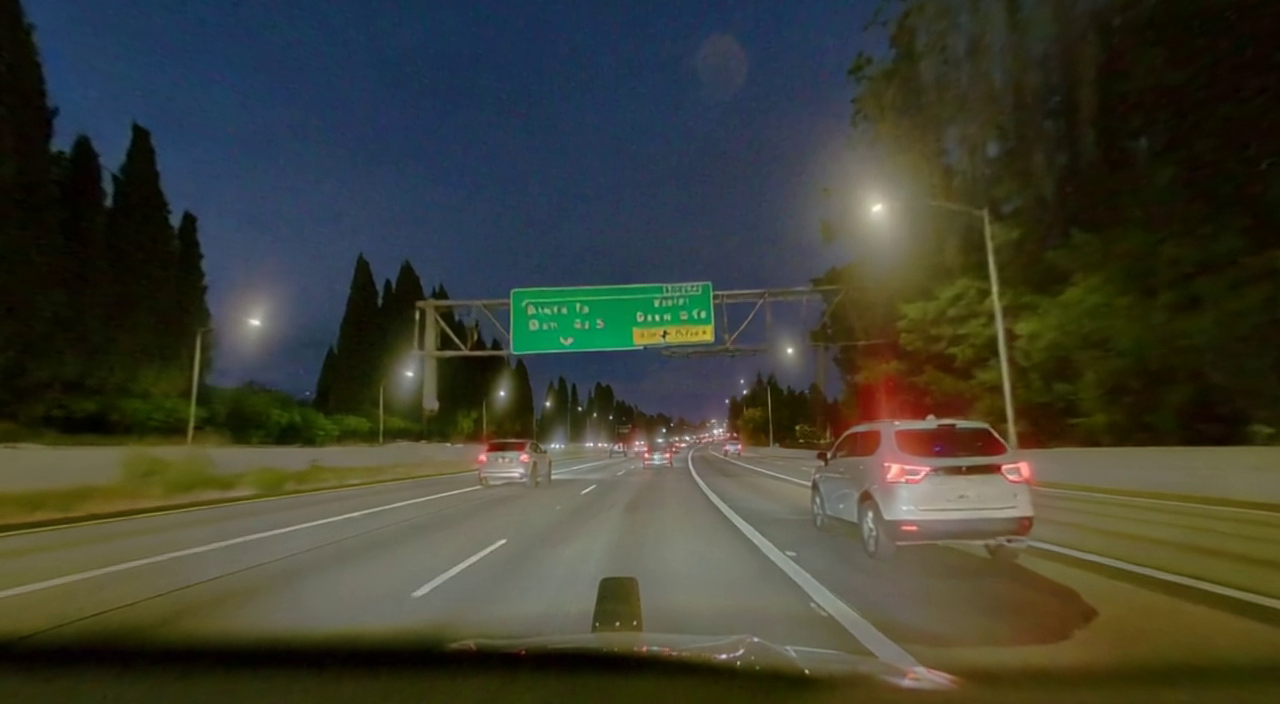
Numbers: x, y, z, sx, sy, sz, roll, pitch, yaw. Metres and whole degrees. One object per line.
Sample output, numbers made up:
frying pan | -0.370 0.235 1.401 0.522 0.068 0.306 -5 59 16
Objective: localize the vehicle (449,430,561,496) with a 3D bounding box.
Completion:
vehicle | -3.793 3.216 18.657 2.260 1.706 4.177 0 -9 2

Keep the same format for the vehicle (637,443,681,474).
vehicle | 1.017 5.565 33.228 2.146 1.485 4.332 0 -9 2

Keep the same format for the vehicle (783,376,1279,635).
vehicle | 3.479 1.480 7.192 2.463 1.851 5.122 0 -9 -1
